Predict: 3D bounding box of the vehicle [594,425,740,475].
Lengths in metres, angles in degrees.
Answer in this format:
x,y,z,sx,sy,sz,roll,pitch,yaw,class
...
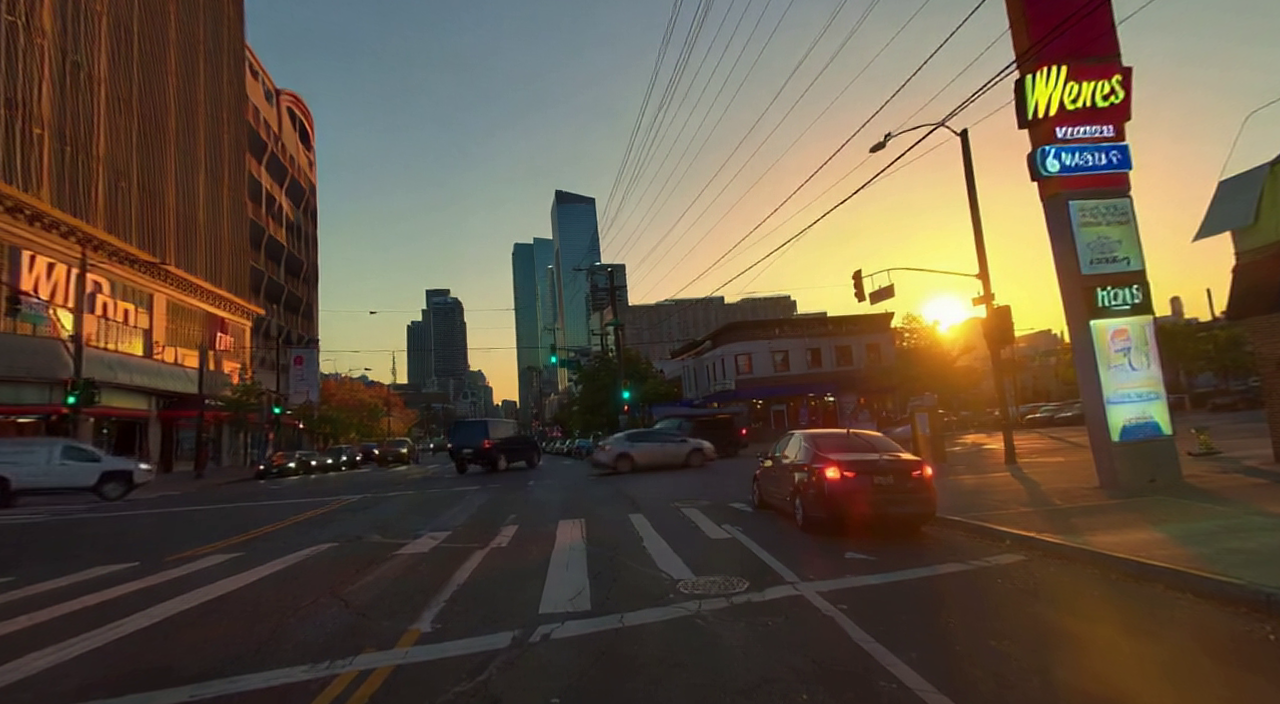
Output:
x,y,z,sx,sy,sz,roll,pitch,yaw,class
0.899,3.125,20.375,4.433,1.453,1.804,5,-10,-30,vehicle

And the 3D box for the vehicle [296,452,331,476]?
x,y,z,sx,sy,sz,roll,pitch,yaw,class
-23.428,7.980,45.237,1.942,1.413,4.229,4,-7,-30,vehicle

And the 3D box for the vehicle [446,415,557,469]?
x,y,z,sx,sy,sz,roll,pitch,yaw,class
-5.434,3.699,25.790,2.081,1.938,5.603,-2,-9,14,vehicle

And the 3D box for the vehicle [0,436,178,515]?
x,y,z,sx,sy,sz,roll,pitch,yaw,class
-14.295,2.997,15.632,4.292,1.761,2.105,5,-10,-30,vehicle

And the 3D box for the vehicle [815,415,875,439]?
x,y,z,sx,sy,sz,roll,pitch,yaw,class
16.056,5.833,49.446,4.589,1.730,1.801,3,-10,-31,vehicle
